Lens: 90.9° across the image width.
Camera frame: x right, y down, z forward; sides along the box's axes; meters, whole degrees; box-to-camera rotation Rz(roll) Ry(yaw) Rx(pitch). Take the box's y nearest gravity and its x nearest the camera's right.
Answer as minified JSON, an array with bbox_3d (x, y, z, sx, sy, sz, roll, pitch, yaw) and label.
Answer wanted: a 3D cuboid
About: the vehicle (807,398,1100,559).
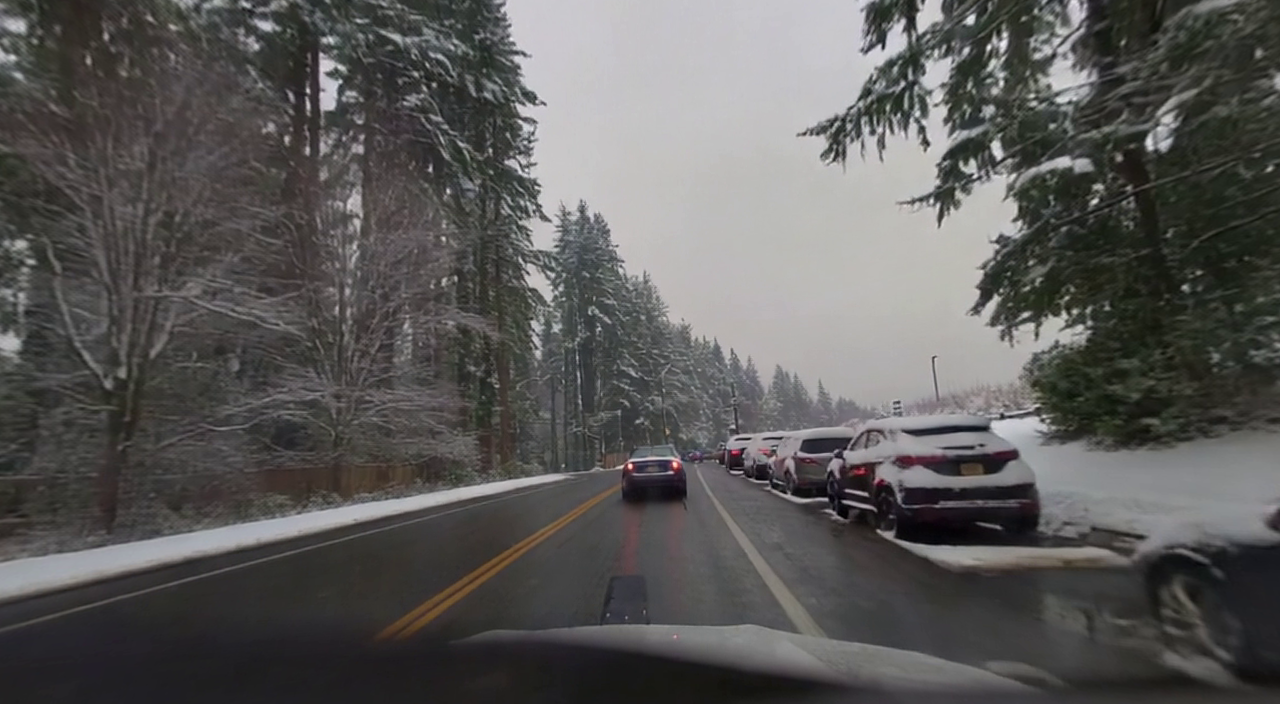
[{"bbox_3d":[4.169,1.765,9.541,2.066,1.804,4.751,0,-8,2],"label":"vehicle"}]

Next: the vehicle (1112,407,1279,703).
[{"bbox_3d":[4.051,0.810,1.657,1.992,1.469,4.823,0,-8,2],"label":"vehicle"}]

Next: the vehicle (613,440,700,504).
[{"bbox_3d":[0.475,3.175,17.237,2.078,1.521,4.058,0,-8,2],"label":"vehicle"}]
